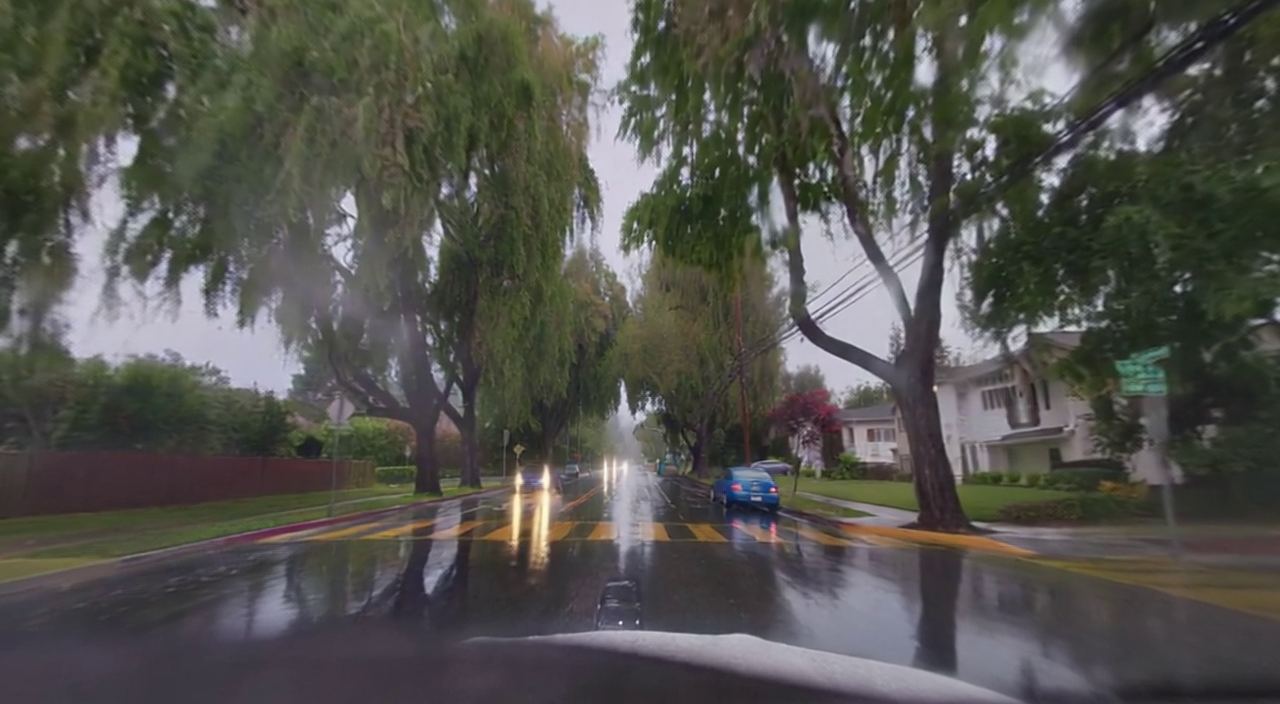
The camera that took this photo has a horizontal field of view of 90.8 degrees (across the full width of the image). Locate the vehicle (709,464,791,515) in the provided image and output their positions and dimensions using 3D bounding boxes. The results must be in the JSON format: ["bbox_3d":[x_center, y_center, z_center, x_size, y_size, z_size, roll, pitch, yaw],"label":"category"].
[{"bbox_3d":[3.713,4.739,22.256,1.961,1.472,4.434,0,-9,-2],"label":"vehicle"}]
